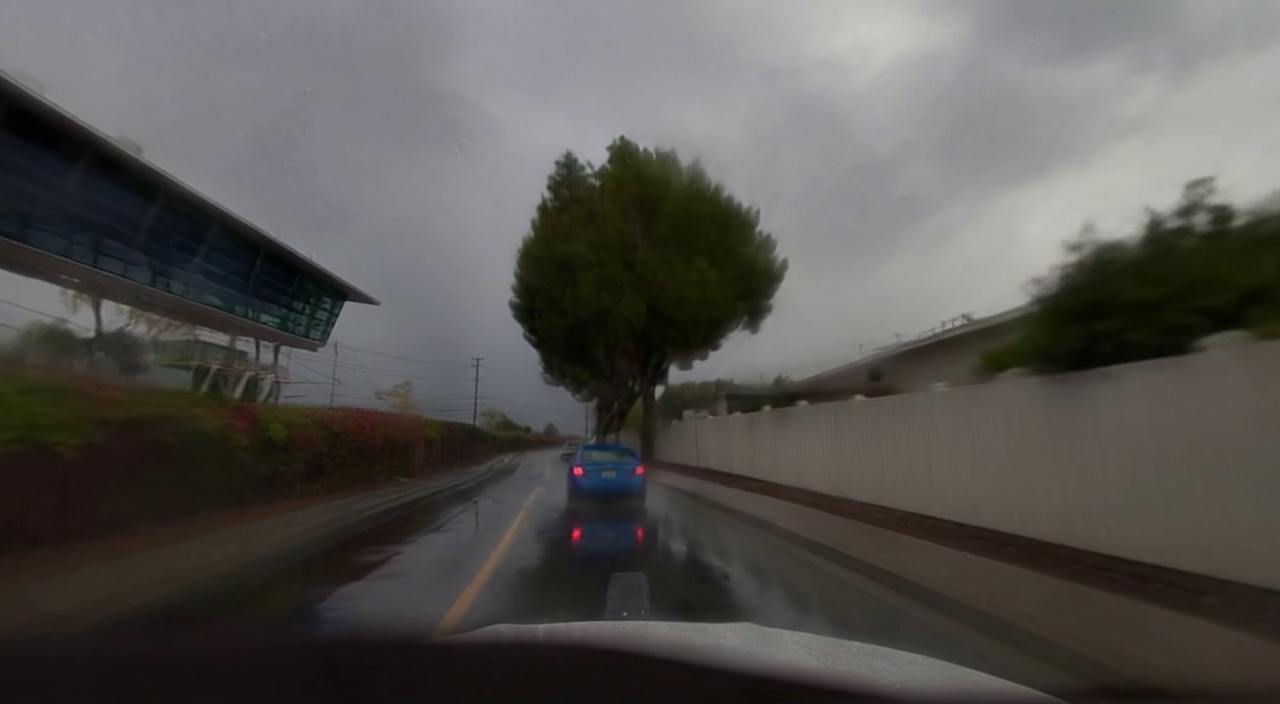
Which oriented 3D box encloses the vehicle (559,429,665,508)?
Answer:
[{"bbox_3d":[-0.739,2.553,14.285,2.060,1.487,3.920,0,-8,-6],"label":"vehicle"}]
